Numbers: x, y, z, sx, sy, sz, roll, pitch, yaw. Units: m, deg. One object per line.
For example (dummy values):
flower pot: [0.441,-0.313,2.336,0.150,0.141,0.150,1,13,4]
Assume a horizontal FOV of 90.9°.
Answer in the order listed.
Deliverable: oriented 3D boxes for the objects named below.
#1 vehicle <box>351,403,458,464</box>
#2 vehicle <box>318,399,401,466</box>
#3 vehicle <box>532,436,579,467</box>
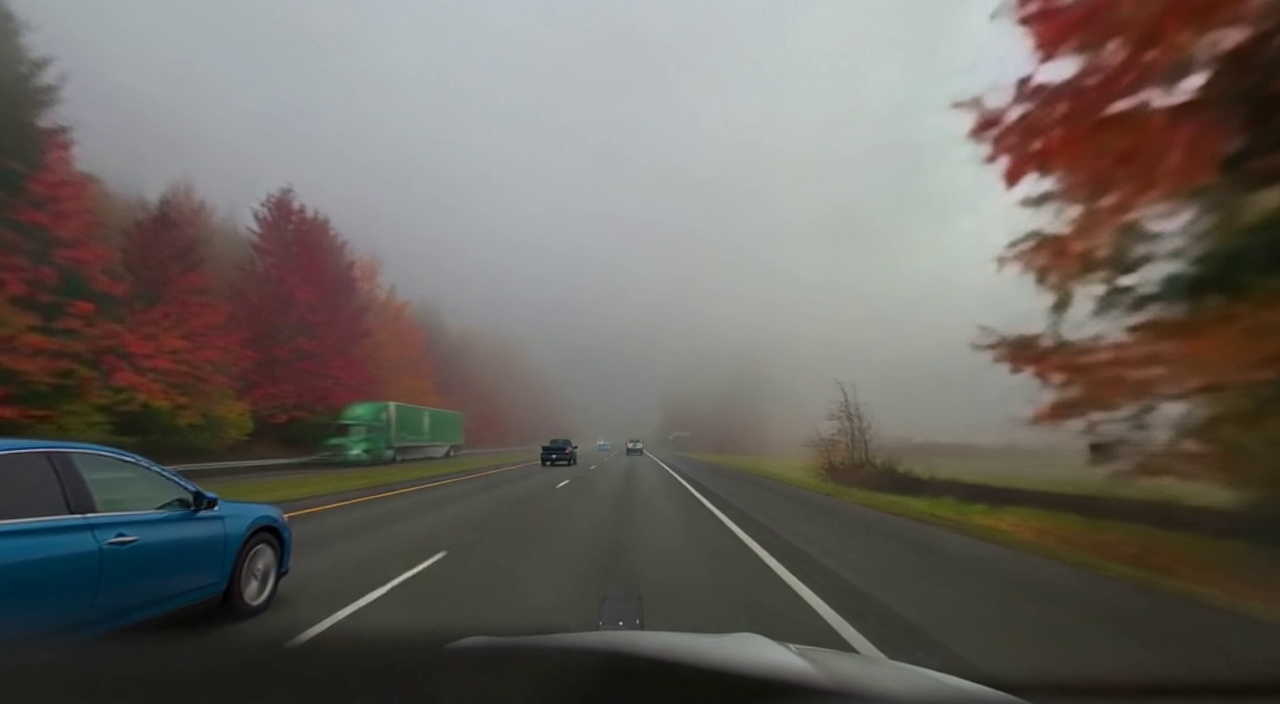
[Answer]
vehicle: [-17.306,6.289,47.909,2.878,3.898,13.768,0,-8,0]
vehicle: [-17.178,4.986,38.891,2.983,3.859,4.101,0,-8,1]
vehicle: [-4.498,5.362,34.165,2.002,1.553,4.247,0,-8,0]
